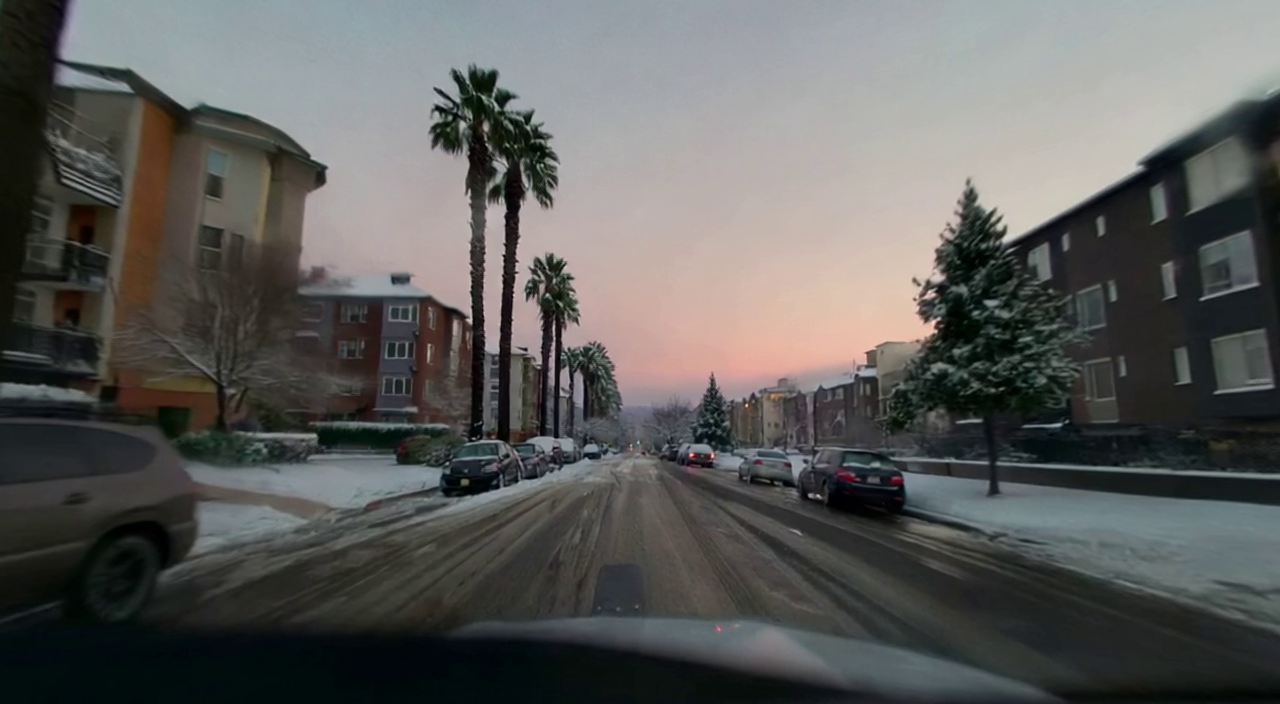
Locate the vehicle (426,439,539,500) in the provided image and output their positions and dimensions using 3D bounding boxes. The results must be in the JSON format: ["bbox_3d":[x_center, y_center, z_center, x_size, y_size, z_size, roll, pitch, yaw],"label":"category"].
[{"bbox_3d":[-4.483,3.419,18.851,2.066,1.506,4.719,1,-9,1],"label":"vehicle"}]

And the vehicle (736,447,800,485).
[{"bbox_3d":[5.328,4.790,26.772,1.812,1.461,3.575,0,-8,-2],"label":"vehicle"}]

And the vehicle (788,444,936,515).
[{"bbox_3d":[5.485,3.188,16.372,2.121,1.568,4.473,0,-8,-1],"label":"vehicle"}]

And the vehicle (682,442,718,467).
[{"bbox_3d":[4.419,7.642,47.322,1.969,1.782,4.677,1,-9,-4],"label":"vehicle"}]

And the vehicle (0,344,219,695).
[{"bbox_3d":[-4.610,0.784,2.641,1.999,1.945,5.026,1,-8,3],"label":"vehicle"}]
